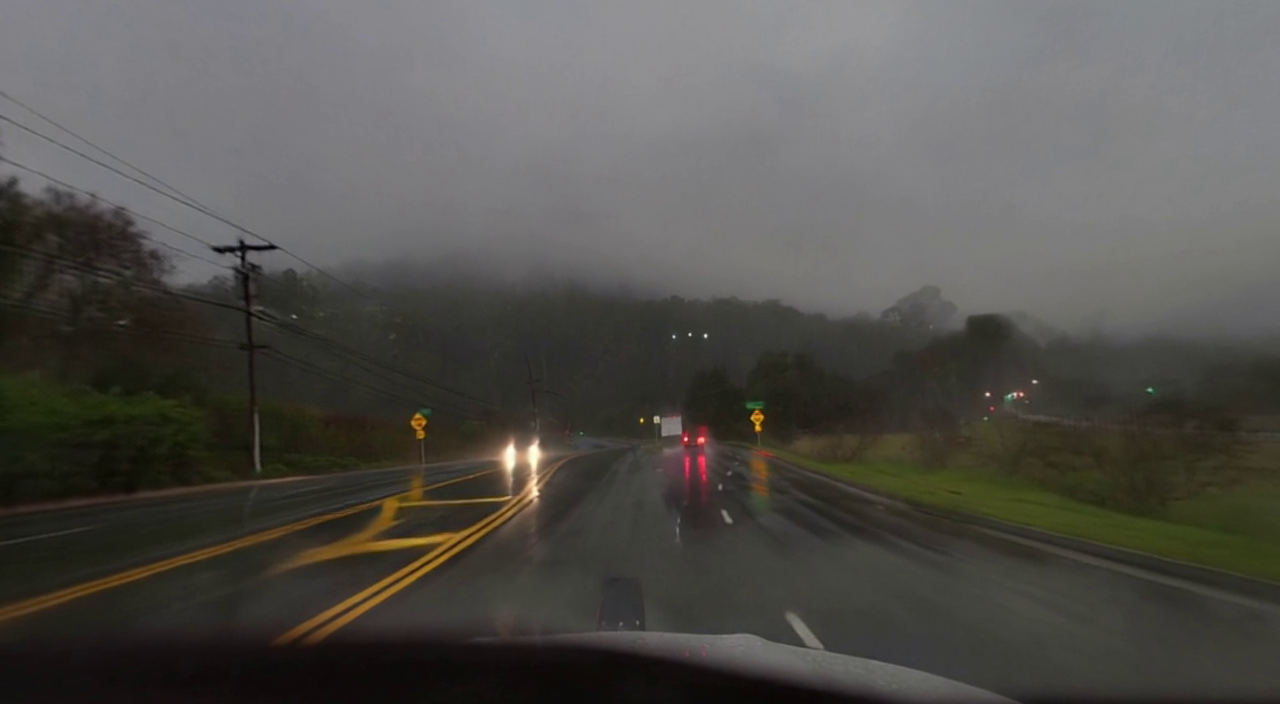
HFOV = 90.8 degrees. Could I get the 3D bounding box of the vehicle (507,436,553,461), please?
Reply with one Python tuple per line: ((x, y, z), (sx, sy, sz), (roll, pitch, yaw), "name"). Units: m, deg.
((-6.945, 6.163, 40.390), (1.909, 1.467, 4.579), (-1, -9, 3), "vehicle")
